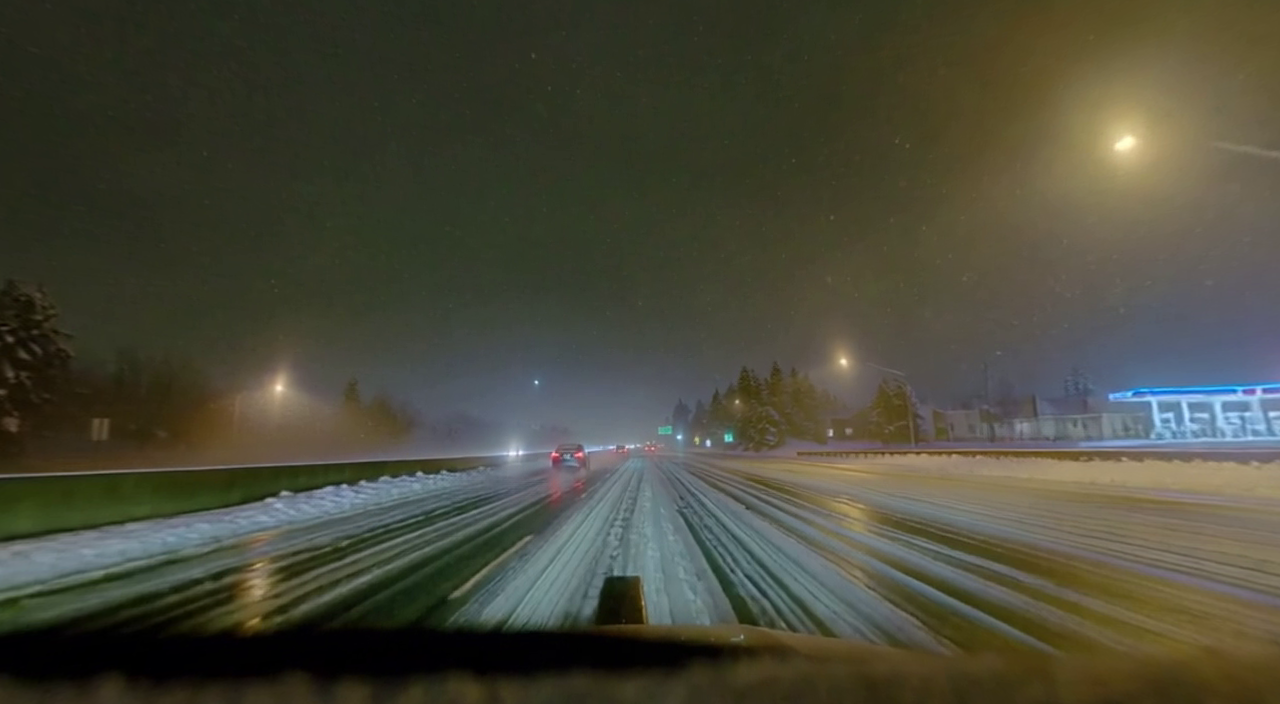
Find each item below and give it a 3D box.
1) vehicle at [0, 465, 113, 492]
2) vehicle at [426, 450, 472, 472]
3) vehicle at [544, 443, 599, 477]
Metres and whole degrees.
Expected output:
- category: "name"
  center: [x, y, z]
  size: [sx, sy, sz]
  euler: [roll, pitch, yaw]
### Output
- category: "vehicle"
  center: [-34.358, 7.433, 37.199]
  size: [2.886, 1.114, 4.736]
  euler: [-3, -8, -7]
- category: "vehicle"
  center: [-13.946, 7.929, 46.255]
  size: [1.940, 1.494, 4.362]
  euler: [-1, -9, 1]
- category: "vehicle"
  center: [-3.259, 5.238, 30.919]
  size: [2.114, 1.510, 4.186]
  euler: [-1, -9, 1]
